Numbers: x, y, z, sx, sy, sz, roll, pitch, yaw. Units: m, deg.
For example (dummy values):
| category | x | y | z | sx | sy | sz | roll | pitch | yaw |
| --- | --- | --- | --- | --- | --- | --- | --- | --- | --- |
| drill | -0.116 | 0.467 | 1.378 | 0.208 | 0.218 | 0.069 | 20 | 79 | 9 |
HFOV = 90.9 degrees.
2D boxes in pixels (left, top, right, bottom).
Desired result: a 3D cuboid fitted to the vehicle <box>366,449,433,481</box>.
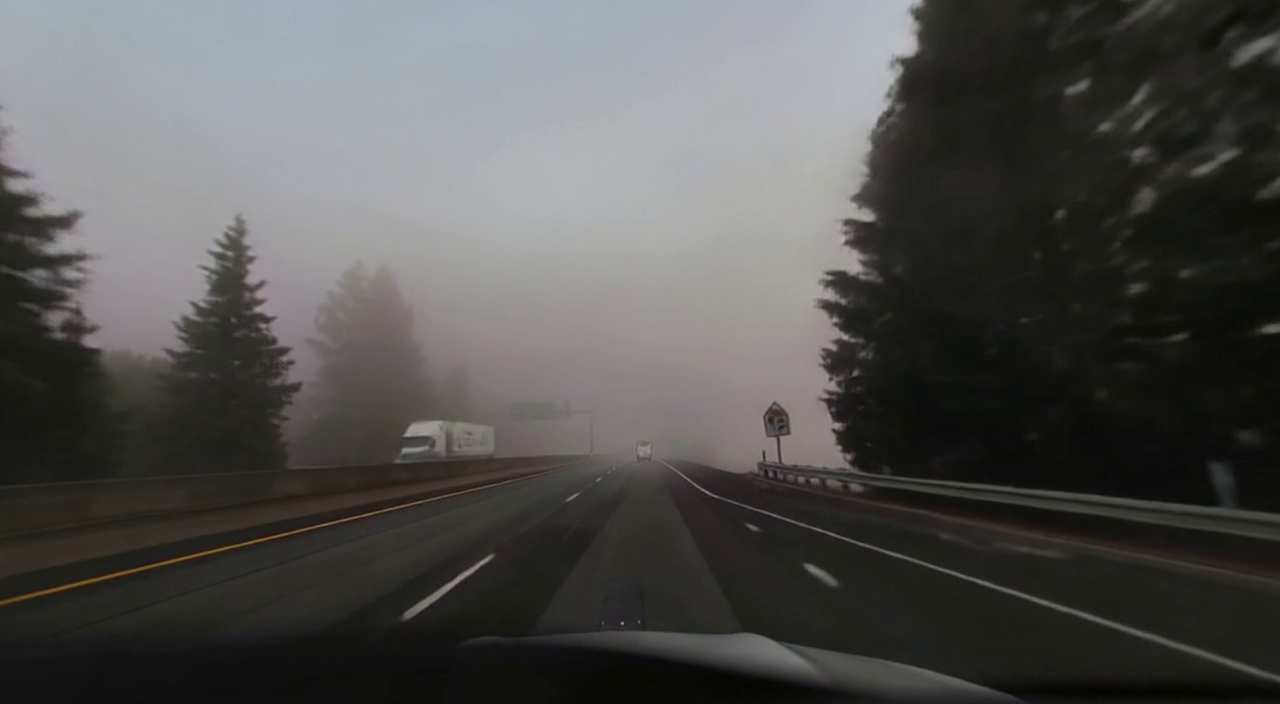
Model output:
| category | x | y | z | sx | sy | sz | roll | pitch | yaw |
| --- | --- | --- | --- | --- | --- | --- | --- | --- | --- |
| vehicle | -13.373 | 6.293 | 35.385 | 1.992 | 1.624 | 4.284 | 0 | -9 | 1 |
